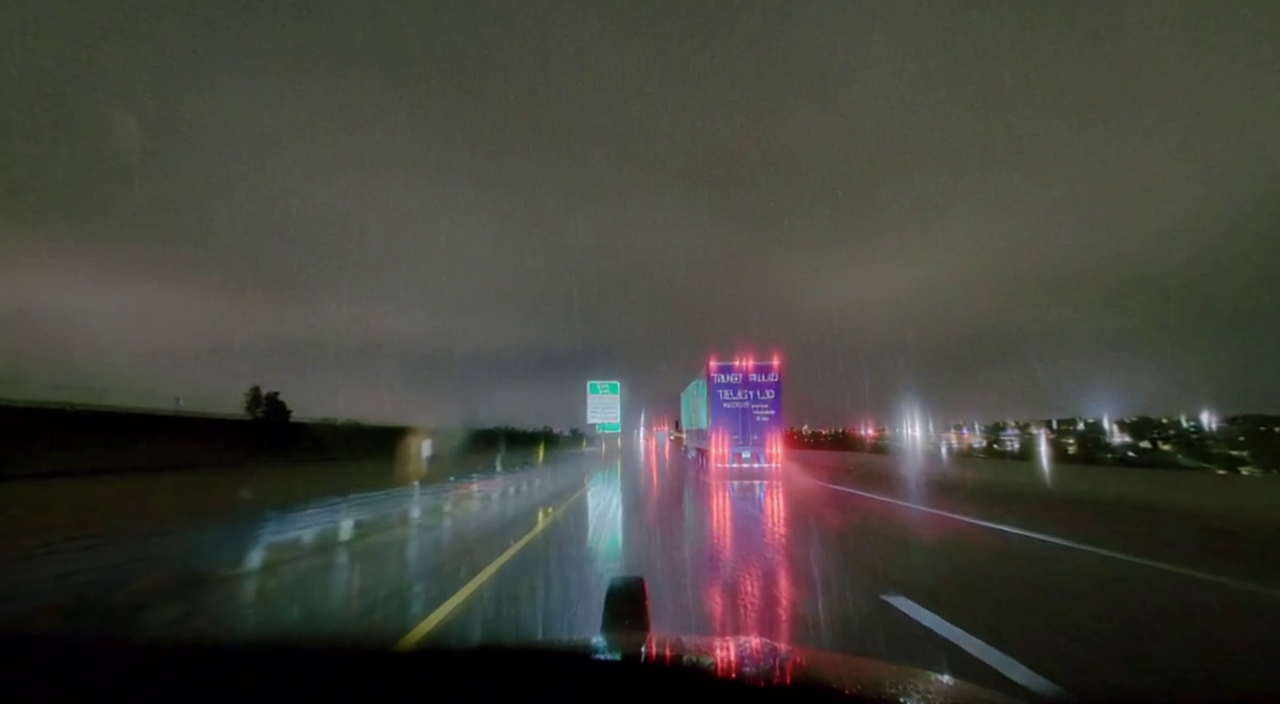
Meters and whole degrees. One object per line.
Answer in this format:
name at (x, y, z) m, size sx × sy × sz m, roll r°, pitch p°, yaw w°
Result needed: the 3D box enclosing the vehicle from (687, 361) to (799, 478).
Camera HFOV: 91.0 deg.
vehicle at (4.124, 3.358, 29.123) m, size 3.006 × 4.093 × 14.142 m, roll 0°, pitch -8°, yaw 1°
